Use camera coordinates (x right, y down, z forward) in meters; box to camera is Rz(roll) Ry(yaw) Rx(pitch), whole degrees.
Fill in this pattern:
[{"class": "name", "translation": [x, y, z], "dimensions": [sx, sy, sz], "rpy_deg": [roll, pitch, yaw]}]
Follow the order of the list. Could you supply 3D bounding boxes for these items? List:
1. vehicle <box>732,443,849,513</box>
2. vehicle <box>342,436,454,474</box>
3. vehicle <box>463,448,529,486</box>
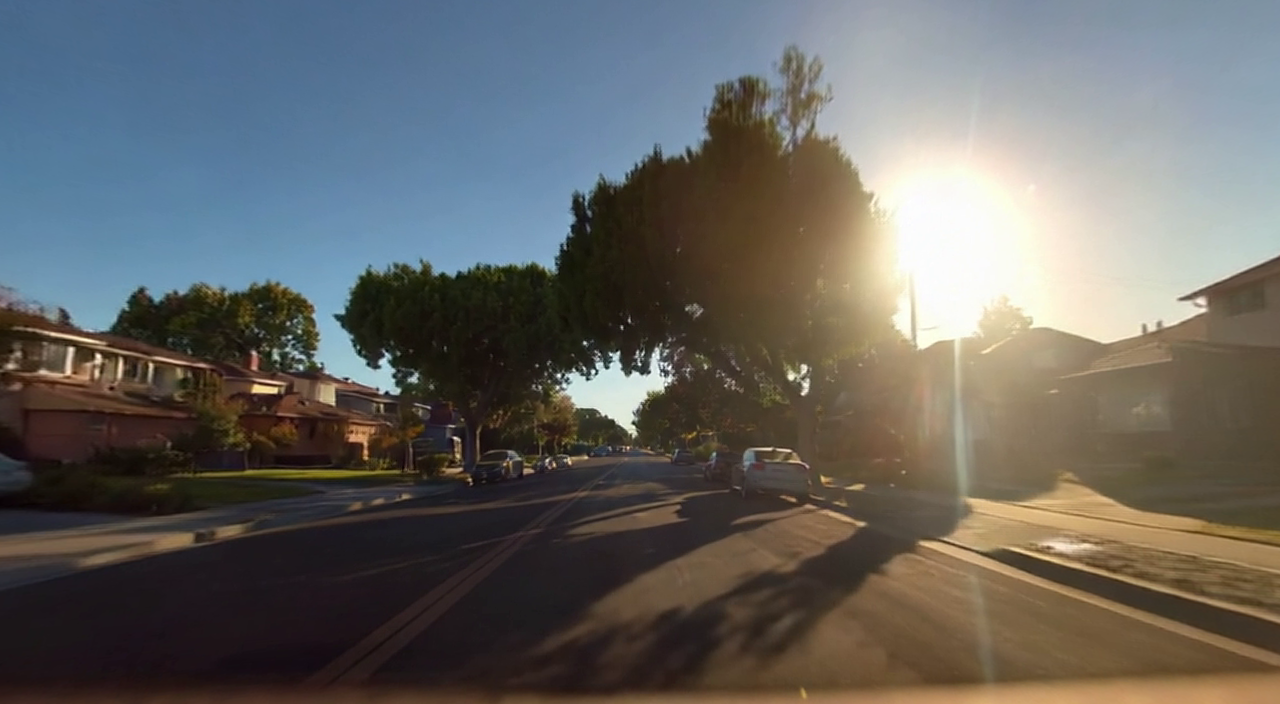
[{"class": "vehicle", "translation": [3.758, 3.232, 16.630], "dimensions": [1.917, 1.569, 4.460], "rpy_deg": [0, -9, -1]}, {"class": "vehicle", "translation": [-14.273, 6.119, 37.443], "dimensions": [5.681, 2.094, 2.344], "rpy_deg": [0, -9, 0]}, {"class": "vehicle", "translation": [-6.470, 5.206, 28.823], "dimensions": [1.985, 1.497, 4.655], "rpy_deg": [-2, -8, -1]}]
